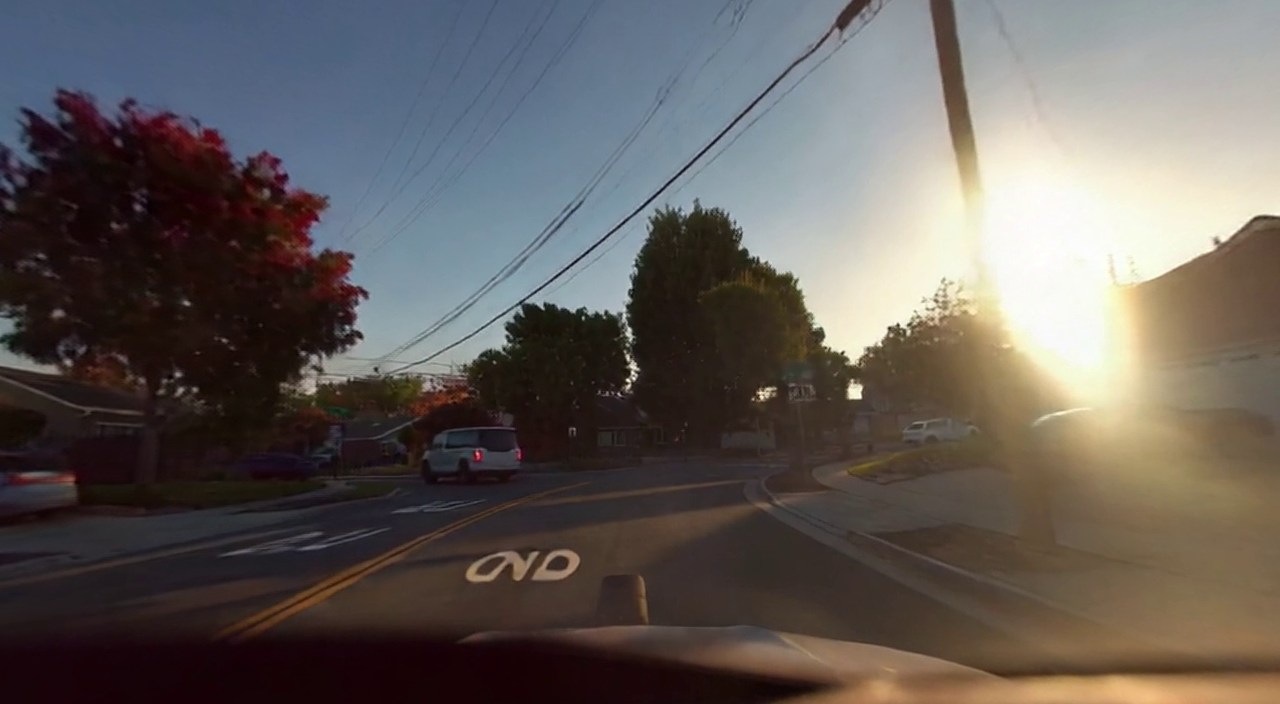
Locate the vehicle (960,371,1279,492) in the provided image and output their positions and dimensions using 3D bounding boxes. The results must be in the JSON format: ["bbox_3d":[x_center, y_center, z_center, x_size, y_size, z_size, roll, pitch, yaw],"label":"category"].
[{"bbox_3d":[9.364,1.605,12.601,4.658,1.536,2.090,-8,-9,-1],"label":"vehicle"}]

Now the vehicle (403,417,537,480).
[{"bbox_3d":[-9.348,5.246,34.375,7.559,3.058,2.929,-6,-11,37],"label":"vehicle"}]

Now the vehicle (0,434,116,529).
[{"bbox_3d":[-14.322,2.876,13.293,4.550,1.655,2.143,-4,-15,-3],"label":"vehicle"}]
